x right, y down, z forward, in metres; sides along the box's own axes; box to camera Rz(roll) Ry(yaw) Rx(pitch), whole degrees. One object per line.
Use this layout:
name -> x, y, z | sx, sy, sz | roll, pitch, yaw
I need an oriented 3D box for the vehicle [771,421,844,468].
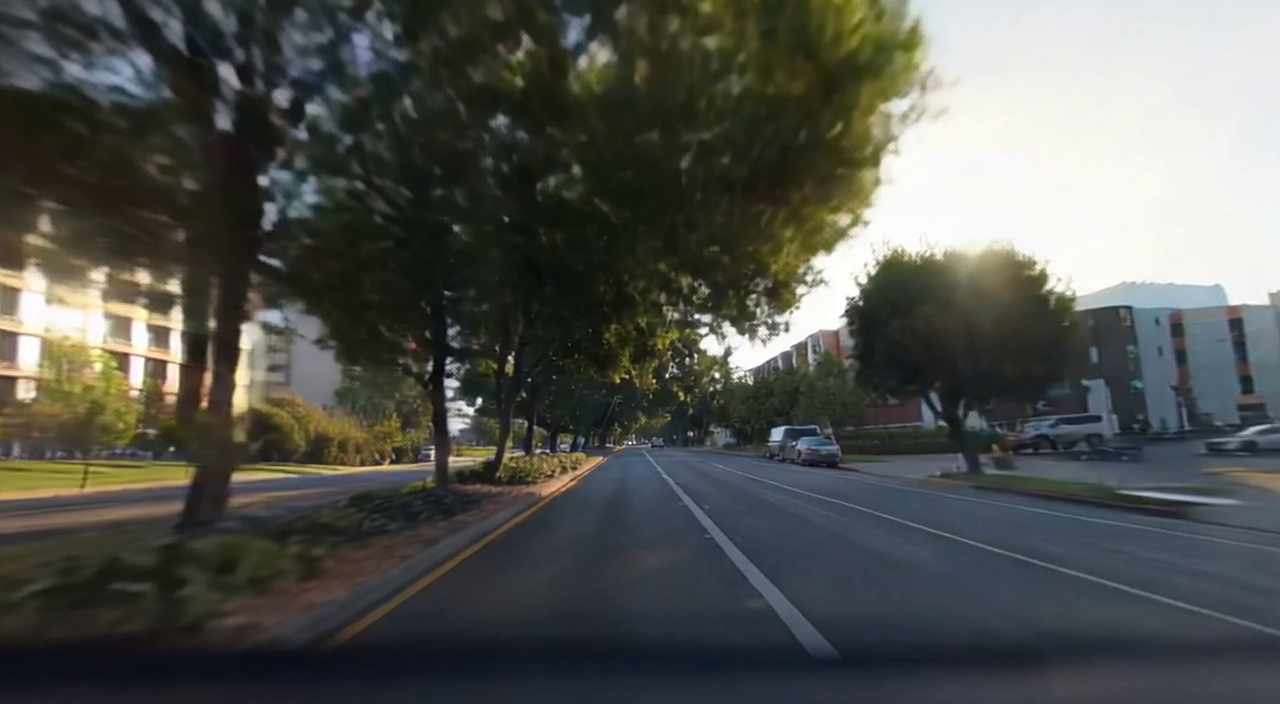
vehicle -> 9.818, 5.538, 37.713 | 2.456, 2.534, 5.930 | 0, -8, -3
